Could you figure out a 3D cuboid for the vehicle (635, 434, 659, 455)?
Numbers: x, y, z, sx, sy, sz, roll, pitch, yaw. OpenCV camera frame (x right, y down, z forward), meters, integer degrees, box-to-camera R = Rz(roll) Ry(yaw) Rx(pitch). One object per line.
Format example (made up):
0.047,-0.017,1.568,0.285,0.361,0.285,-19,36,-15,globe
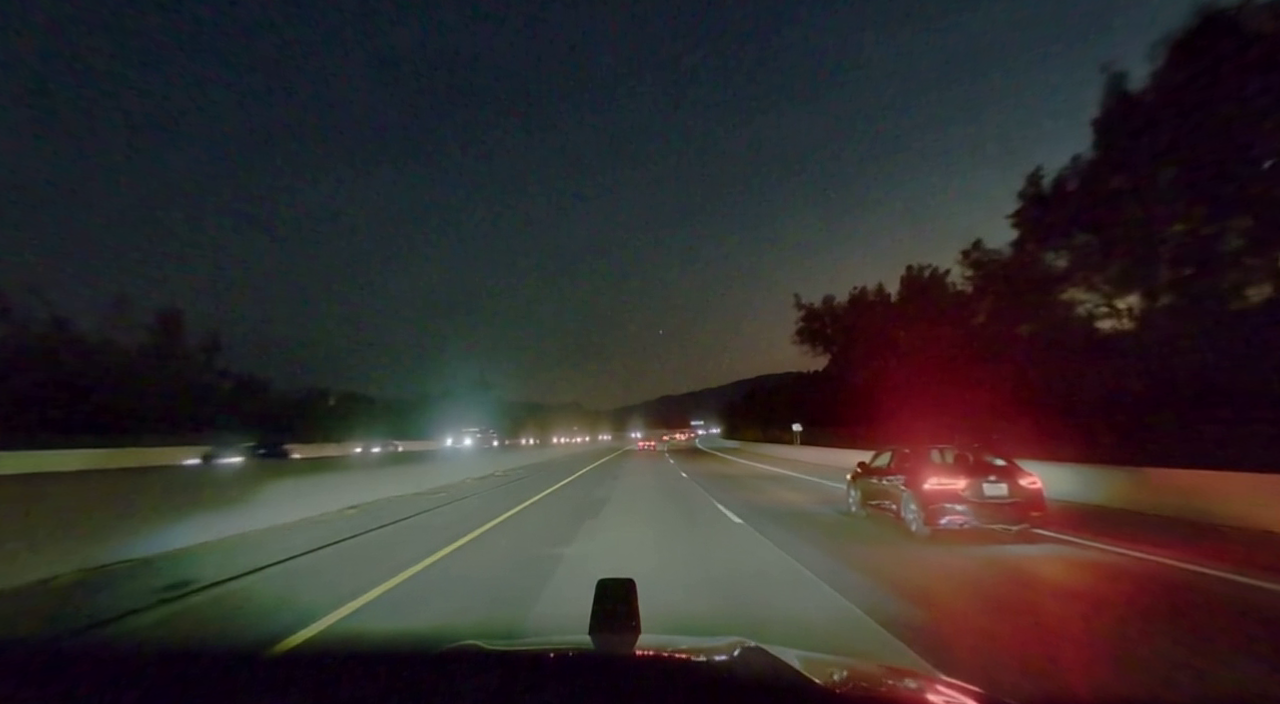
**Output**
0.508,6.989,47.516,1.771,1.480,3.781,0,-8,0,vehicle

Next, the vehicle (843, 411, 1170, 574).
4.128,1.606,7.923,1.834,1.548,3.651,0,-8,-1,vehicle

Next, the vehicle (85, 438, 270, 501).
-12.292,3.090,17.156,1.842,1.454,4.299,0,-8,-1,vehicle
